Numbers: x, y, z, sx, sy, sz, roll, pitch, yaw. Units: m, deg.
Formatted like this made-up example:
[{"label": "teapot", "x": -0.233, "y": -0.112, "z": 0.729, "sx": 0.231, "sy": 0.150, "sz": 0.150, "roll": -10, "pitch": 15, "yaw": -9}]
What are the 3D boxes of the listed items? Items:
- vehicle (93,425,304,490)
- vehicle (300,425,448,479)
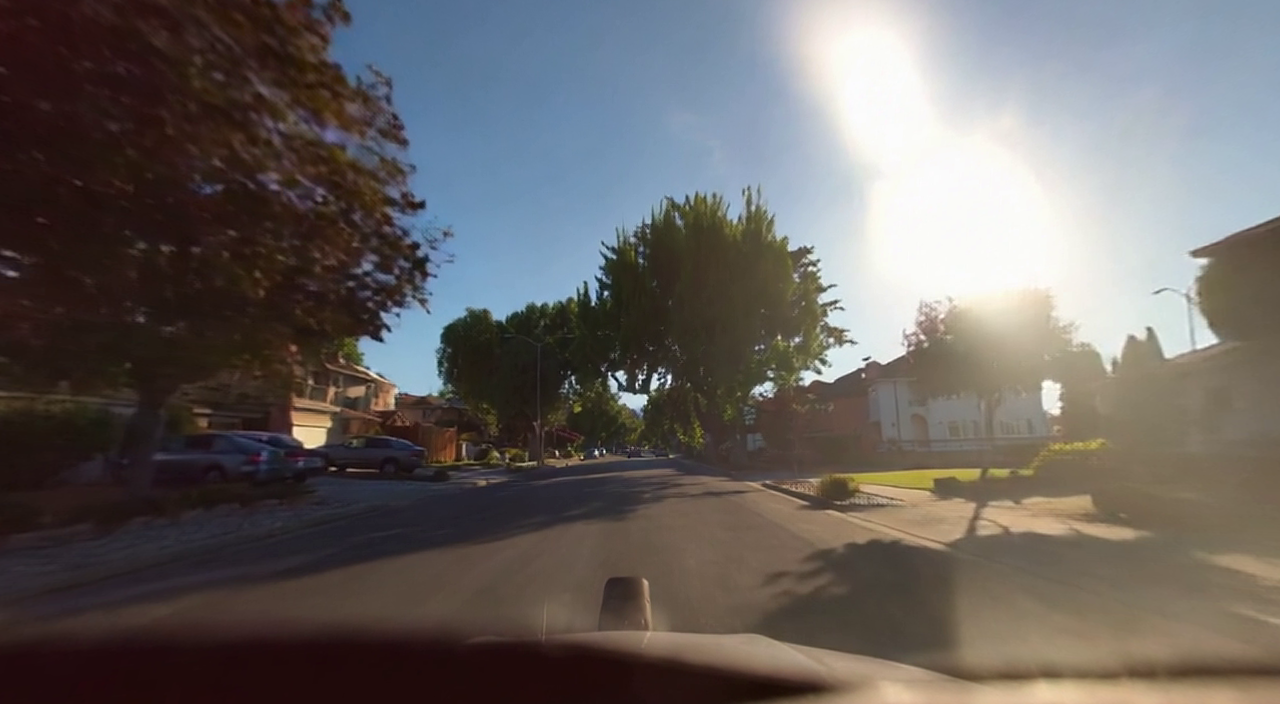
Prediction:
[{"label": "vehicle", "x": -13.520, "y": 3.253, "z": 19.598, "sx": 4.796, "sy": 1.864, "sz": 2.328, "roll": -1, "pitch": -9, "yaw": 2}, {"label": "vehicle", "x": -12.887, "y": 4.893, "z": 30.971, "sx": 5.946, "sy": 2.048, "sz": 2.595, "roll": 5, "pitch": -9, "yaw": -3}]
